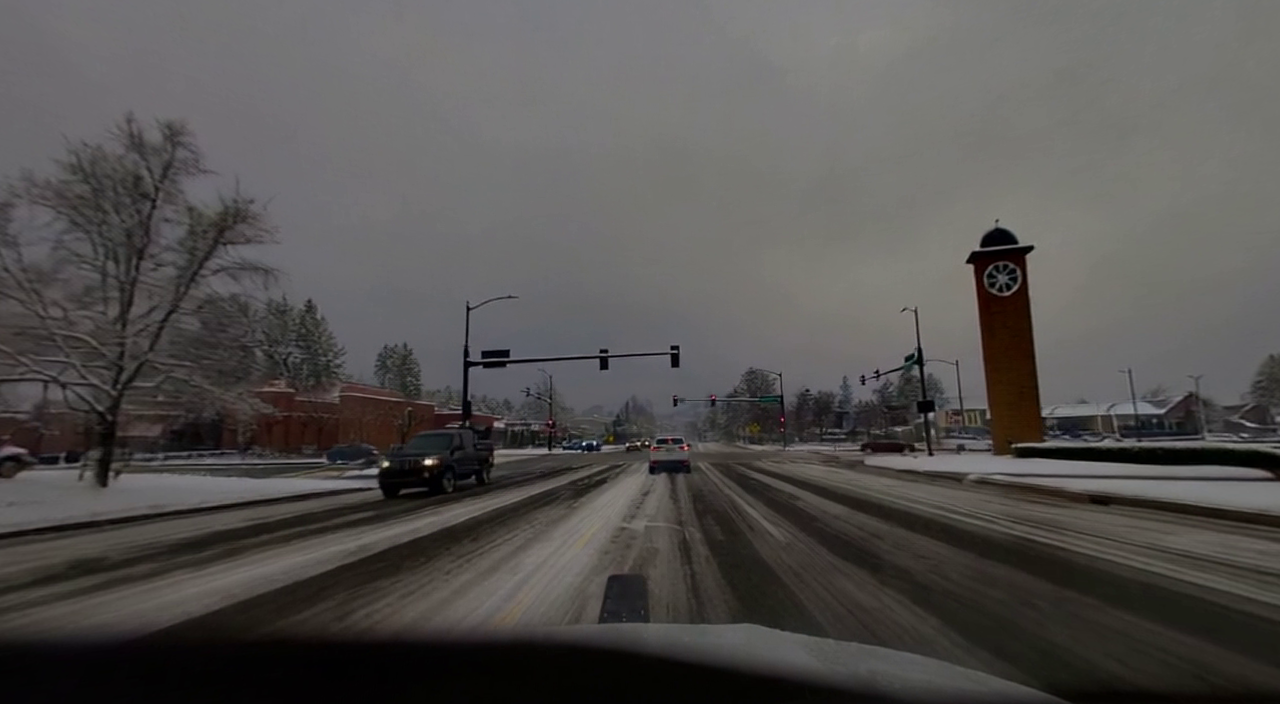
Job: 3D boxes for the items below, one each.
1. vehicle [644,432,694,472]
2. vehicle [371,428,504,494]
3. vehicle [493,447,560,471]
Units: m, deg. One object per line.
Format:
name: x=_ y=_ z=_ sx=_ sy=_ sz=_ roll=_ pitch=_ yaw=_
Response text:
vehicle: x=1.662 y=5.697 z=35.907 sx=2.590 sy=2.080 sz=5.284 roll=0 pitch=-9 yaw=3
vehicle: x=-6.694 y=3.711 z=21.746 sx=2.366 sy=1.941 sz=5.823 roll=-1 pitch=-9 yaw=3
vehicle: x=-7.589 y=7.053 z=41.688 sx=4.668 sy=1.469 sz=1.984 roll=-8 pitch=-12 yaw=44
